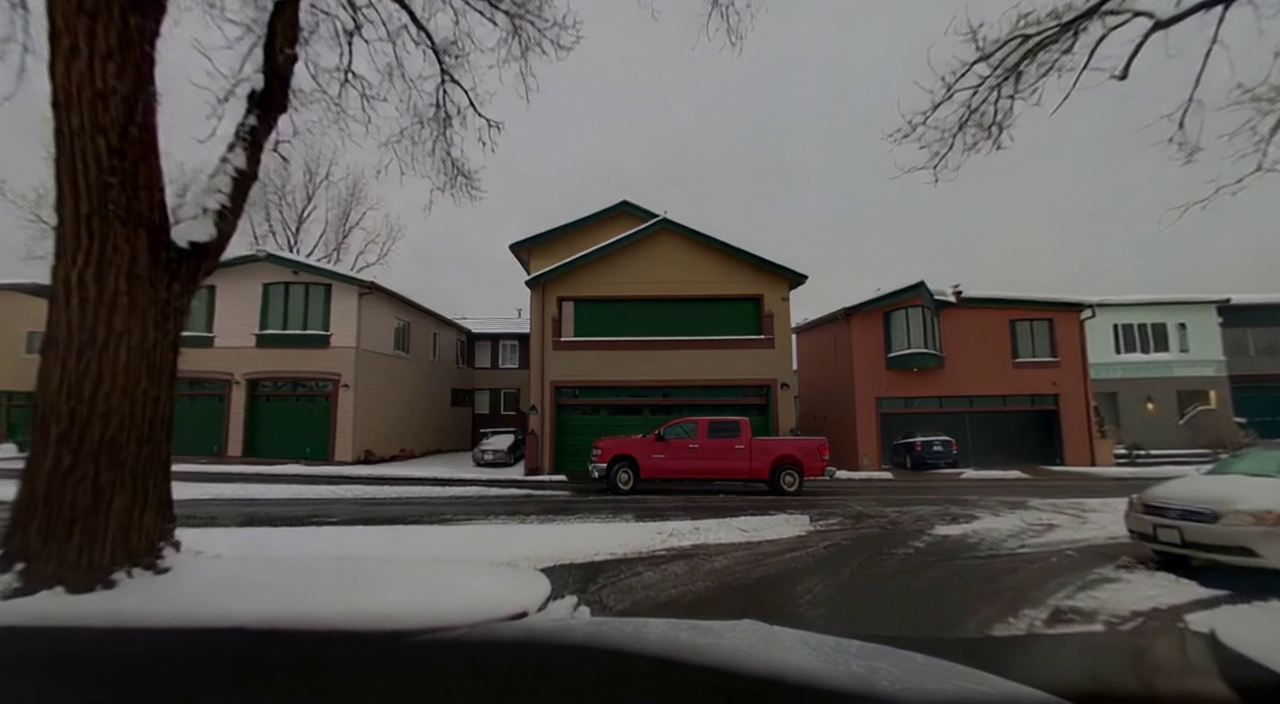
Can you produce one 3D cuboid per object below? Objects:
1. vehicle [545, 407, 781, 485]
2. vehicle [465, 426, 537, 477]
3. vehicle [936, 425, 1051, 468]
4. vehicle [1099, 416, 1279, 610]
[{"bbox_3d":[0.543,2.397,16.178,5.600,1.835,2.161,0,-8,-1],"label":"vehicle"},{"bbox_3d":[-5.261,3.769,24.406,1.869,1.460,3.826,-3,-3,0],"label":"vehicle"},{"bbox_3d":[15.004,4.046,26.954,3.770,1.496,1.951,4,-10,1],"label":"vehicle"},{"bbox_3d":[7.562,1.504,6.550,4.074,1.617,2.112,-1,-5,-7],"label":"vehicle"}]
